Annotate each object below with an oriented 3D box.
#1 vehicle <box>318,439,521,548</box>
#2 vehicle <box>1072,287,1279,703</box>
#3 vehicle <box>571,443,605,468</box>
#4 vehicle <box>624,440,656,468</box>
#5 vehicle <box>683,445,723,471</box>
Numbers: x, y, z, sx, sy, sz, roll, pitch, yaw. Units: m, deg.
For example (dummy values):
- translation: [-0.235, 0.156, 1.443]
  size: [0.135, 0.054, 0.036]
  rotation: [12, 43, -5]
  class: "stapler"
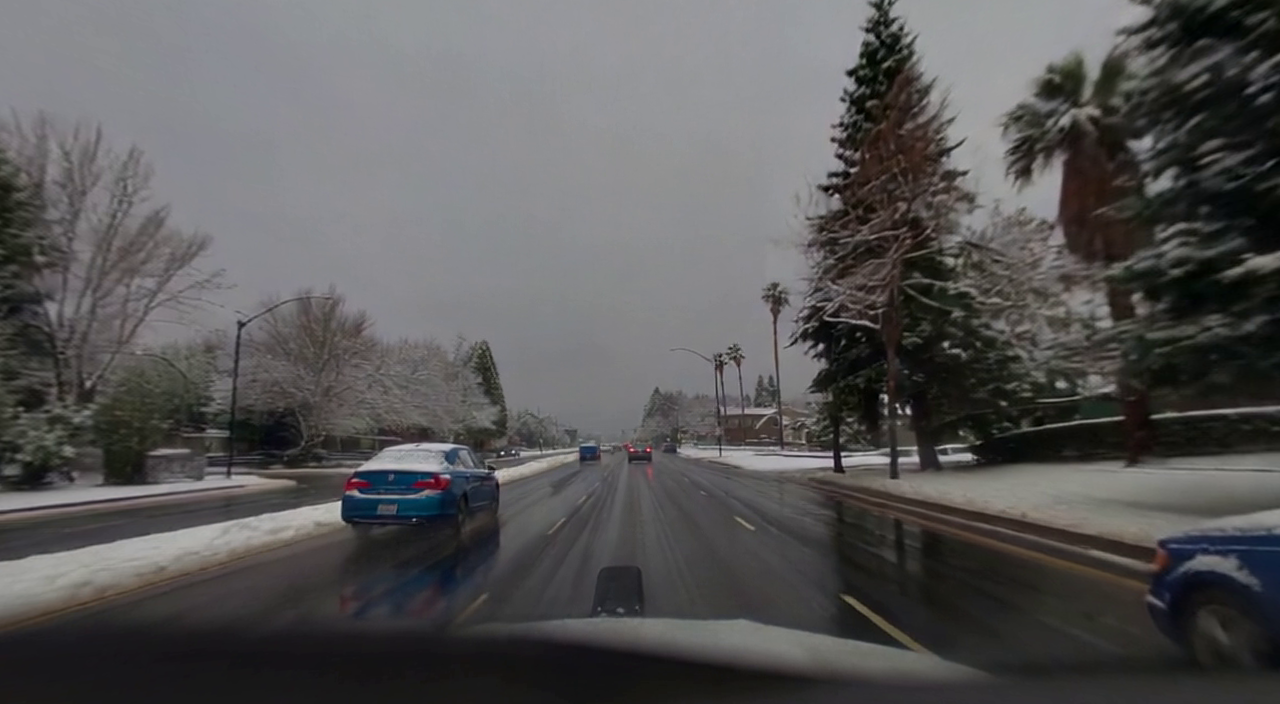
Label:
- translation: [-3.398, 2.239, 10.803]
  size: [1.844, 1.451, 4.543]
  rotation: [0, -8, 0]
  class: "vehicle"
- translation: [3.618, 0.590, 1.621]
  size: [2.125, 1.937, 3.924]
  rotation: [0, -8, -1]
  class: "vehicle"
- translation: [-3.456, 6.893, 42.366]
  size: [2.000, 1.569, 3.794]
  rotation: [0, -8, -1]
  class: "vehicle"
- translation: [-0.057, 6.780, 42.252]
  size: [2.043, 1.734, 4.253]
  rotation: [0, -8, -2]
  class: "vehicle"
- translation: [3.732, 6.327, 38.058]
  size: [1.830, 1.451, 4.009]
  rotation: [0, -8, -2]
  class: "vehicle"
